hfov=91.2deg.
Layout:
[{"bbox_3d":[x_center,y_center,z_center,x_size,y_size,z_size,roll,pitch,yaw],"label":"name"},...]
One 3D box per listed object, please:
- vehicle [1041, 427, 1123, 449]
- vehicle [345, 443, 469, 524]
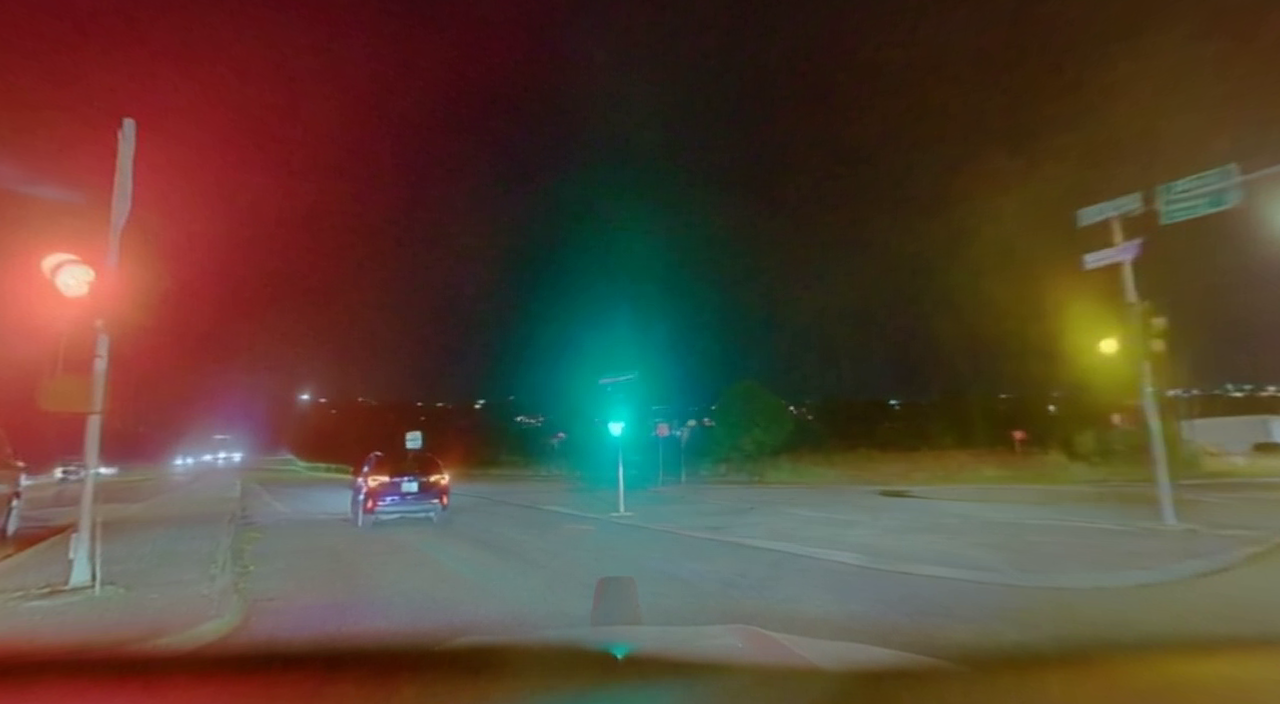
[{"bbox_3d":[32.667,6.420,46.470,1.803,1.526,4.529,4,-10,-30],"label":"vehicle"},{"bbox_3d":[-5.350,2.850,14.098,2.014,1.525,3.670,4,-10,-29],"label":"vehicle"}]
